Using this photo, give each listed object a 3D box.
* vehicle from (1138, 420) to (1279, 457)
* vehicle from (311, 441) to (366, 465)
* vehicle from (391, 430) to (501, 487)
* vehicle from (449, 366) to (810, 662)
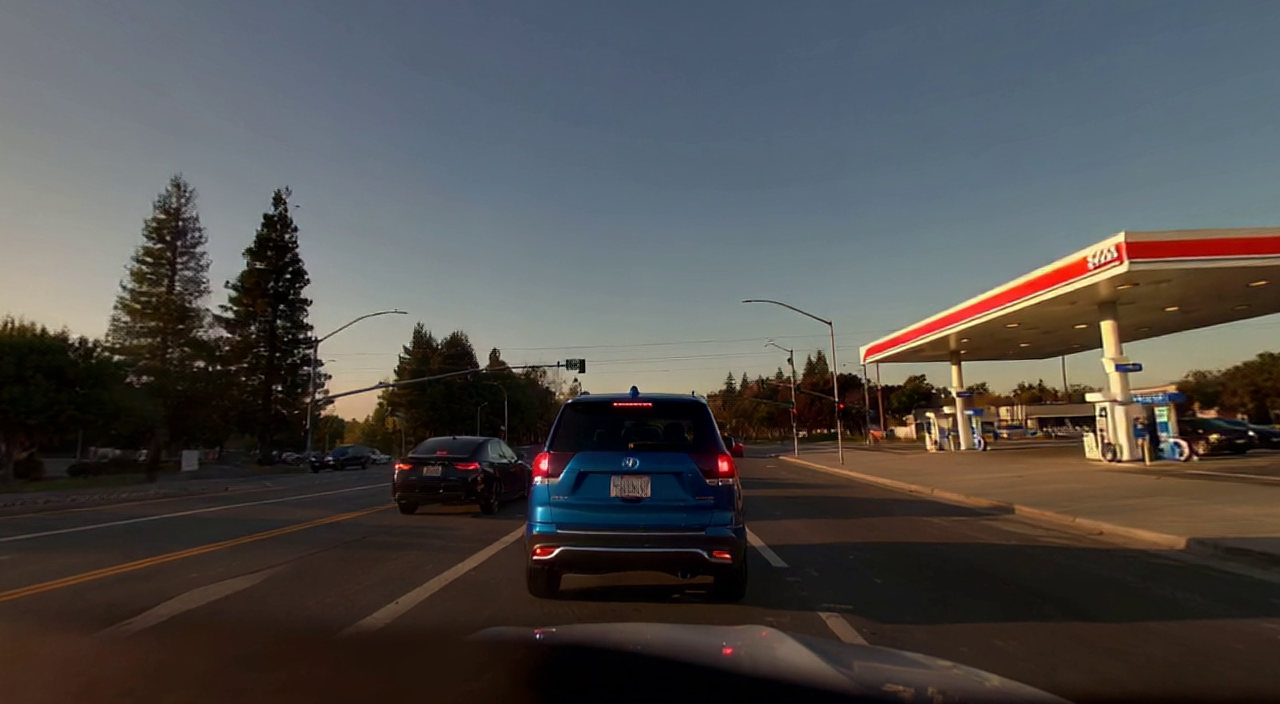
[{"bbox_3d":[25.966,3.967,28.776,4.551,1.616,1.973,-2,-9,11],"label":"vehicle"},{"bbox_3d":[-23.318,7.806,48.920,1.988,1.741,4.522,0,-9,0],"label":"vehicle"},{"bbox_3d":[-6.632,3.708,22.200,2.065,1.753,4.525,-1,-9,6],"label":"vehicle"},{"bbox_3d":[0.014,1.319,6.145,2.236,1.819,4.291,-1,-9,3],"label":"vehicle"}]
